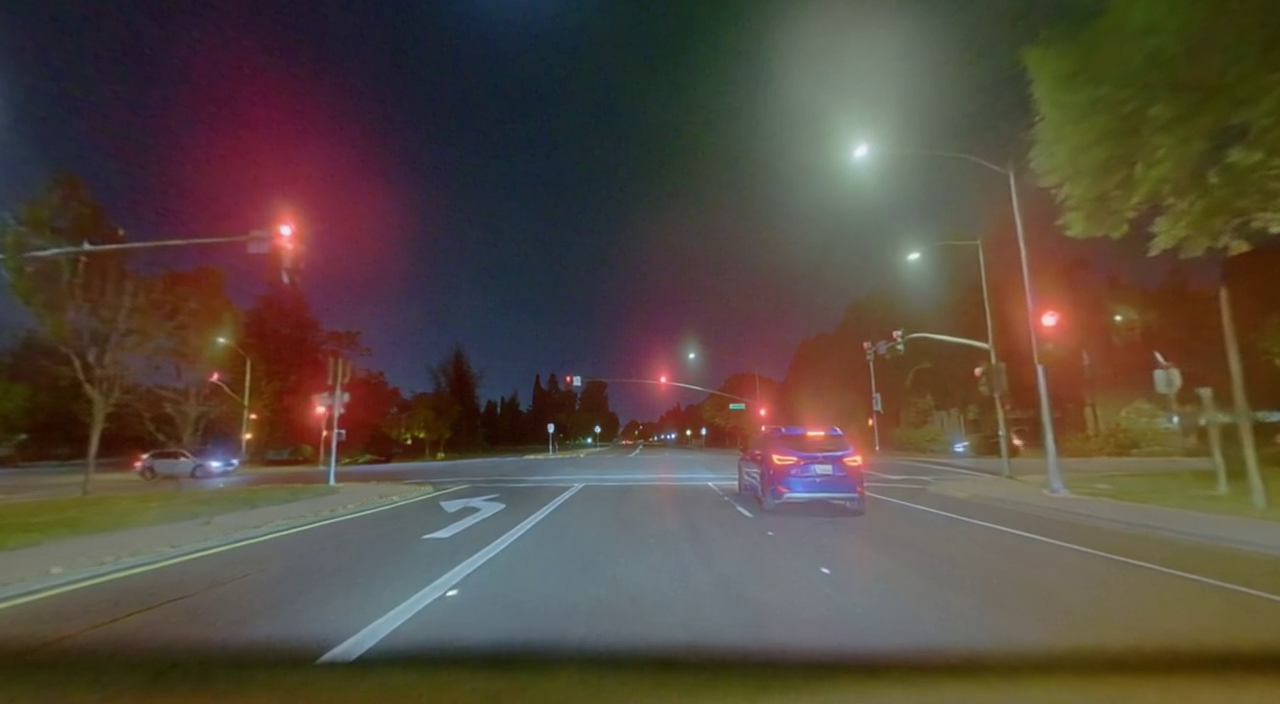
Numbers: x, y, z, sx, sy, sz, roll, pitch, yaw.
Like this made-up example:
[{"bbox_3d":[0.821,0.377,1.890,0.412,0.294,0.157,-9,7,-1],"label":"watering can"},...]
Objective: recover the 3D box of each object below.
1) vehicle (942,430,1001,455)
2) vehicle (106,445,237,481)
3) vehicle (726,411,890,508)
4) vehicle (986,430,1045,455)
[{"bbox_3d":[24.055,6.593,45.978,1.896,1.760,4.107,0,-9,-2],"label":"vehicle"},{"bbox_3d":[-23.212,5.504,31.457,4.737,1.659,2.042,0,-9,-5],"label":"vehicle"},{"bbox_3d":[3.478,2.384,14.330,2.229,1.795,4.927,0,-9,-2],"label":"vehicle"},{"bbox_3d":[27.280,6.600,46.063,1.883,1.685,3.953,-1,-9,2],"label":"vehicle"}]
